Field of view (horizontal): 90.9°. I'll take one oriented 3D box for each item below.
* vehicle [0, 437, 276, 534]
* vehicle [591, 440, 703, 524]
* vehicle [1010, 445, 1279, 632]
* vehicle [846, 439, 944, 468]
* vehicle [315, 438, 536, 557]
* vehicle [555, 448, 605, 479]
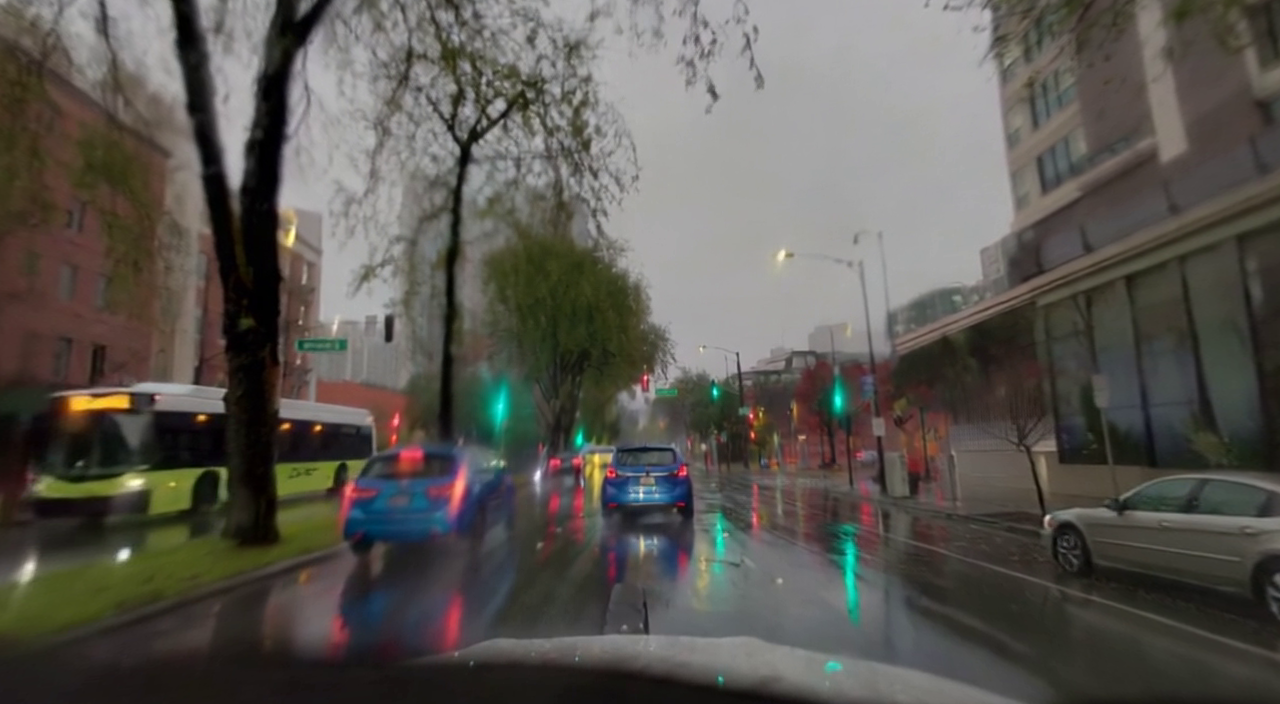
[{"bbox_3d":[-10.323,2.734,13.551,2.252,1.701,4.404,0,-9,1],"label":"vehicle"},{"bbox_3d":[0.088,2.633,13.258,2.022,1.481,3.564,0,-9,-1],"label":"vehicle"},{"bbox_3d":[5.987,1.661,6.210,1.873,1.453,4.579,0,-9,0],"label":"vehicle"},{"bbox_3d":[16.424,6.562,40.780,5.345,1.811,2.175,0,-9,-1],"label":"vehicle"},{"bbox_3d":[-3.098,2.202,10.320,1.970,1.492,4.534,0,-9,1],"label":"vehicle"},{"bbox_3d":[-3.015,5.713,32.538,2.131,1.486,4.089,0,-9,0],"label":"vehicle"}]
